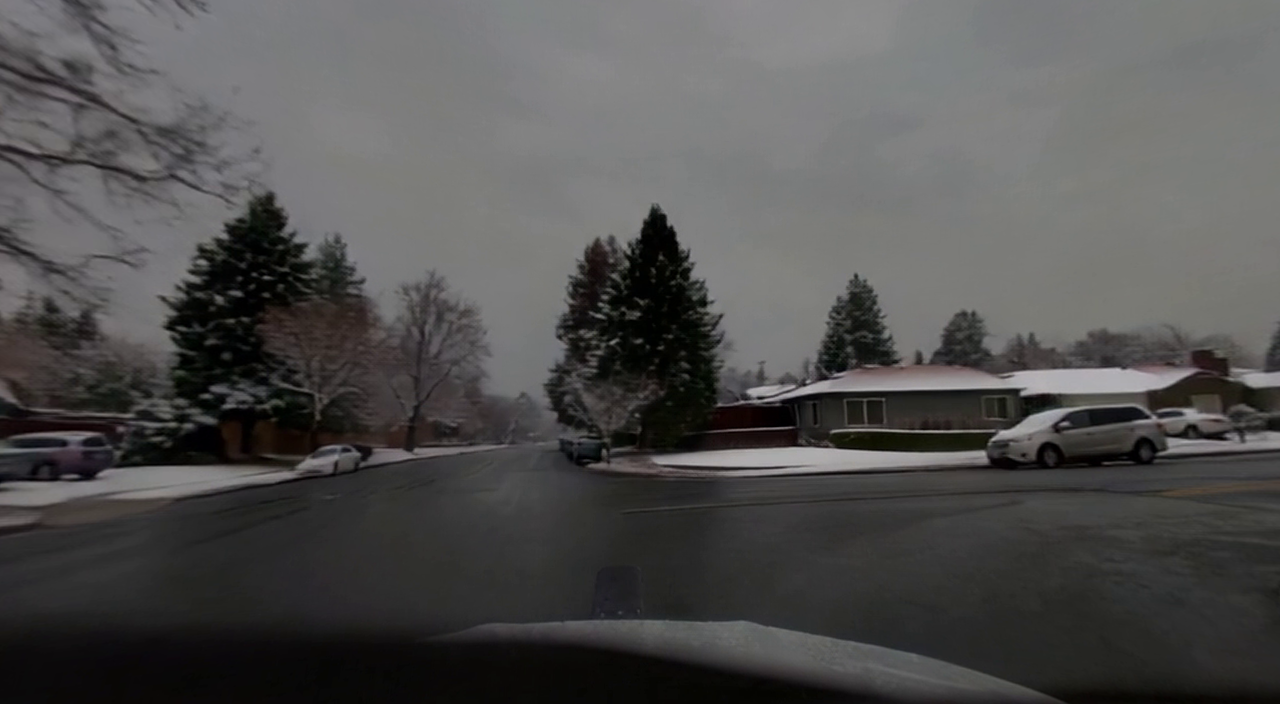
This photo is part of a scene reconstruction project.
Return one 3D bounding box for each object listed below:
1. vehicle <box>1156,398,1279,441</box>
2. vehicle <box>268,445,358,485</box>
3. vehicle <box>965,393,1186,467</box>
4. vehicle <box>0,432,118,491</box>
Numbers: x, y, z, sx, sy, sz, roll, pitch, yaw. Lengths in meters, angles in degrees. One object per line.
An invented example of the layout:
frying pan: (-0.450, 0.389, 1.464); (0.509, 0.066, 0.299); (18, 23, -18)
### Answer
vehicle: (28.738, 3.425, 31.201); (2.029, 1.747, 4.373); (2, -11, -11)
vehicle: (-13.944, 4.794, 27.193); (2.040, 1.525, 5.212); (2, -9, -12)
vehicle: (13.674, 2.515, 19.826); (6.088, 2.084, 2.337); (3, -10, -18)
vehicle: (-20.793, 3.631, 20.928); (4.683, 1.849, 2.044); (2, -9, -14)
